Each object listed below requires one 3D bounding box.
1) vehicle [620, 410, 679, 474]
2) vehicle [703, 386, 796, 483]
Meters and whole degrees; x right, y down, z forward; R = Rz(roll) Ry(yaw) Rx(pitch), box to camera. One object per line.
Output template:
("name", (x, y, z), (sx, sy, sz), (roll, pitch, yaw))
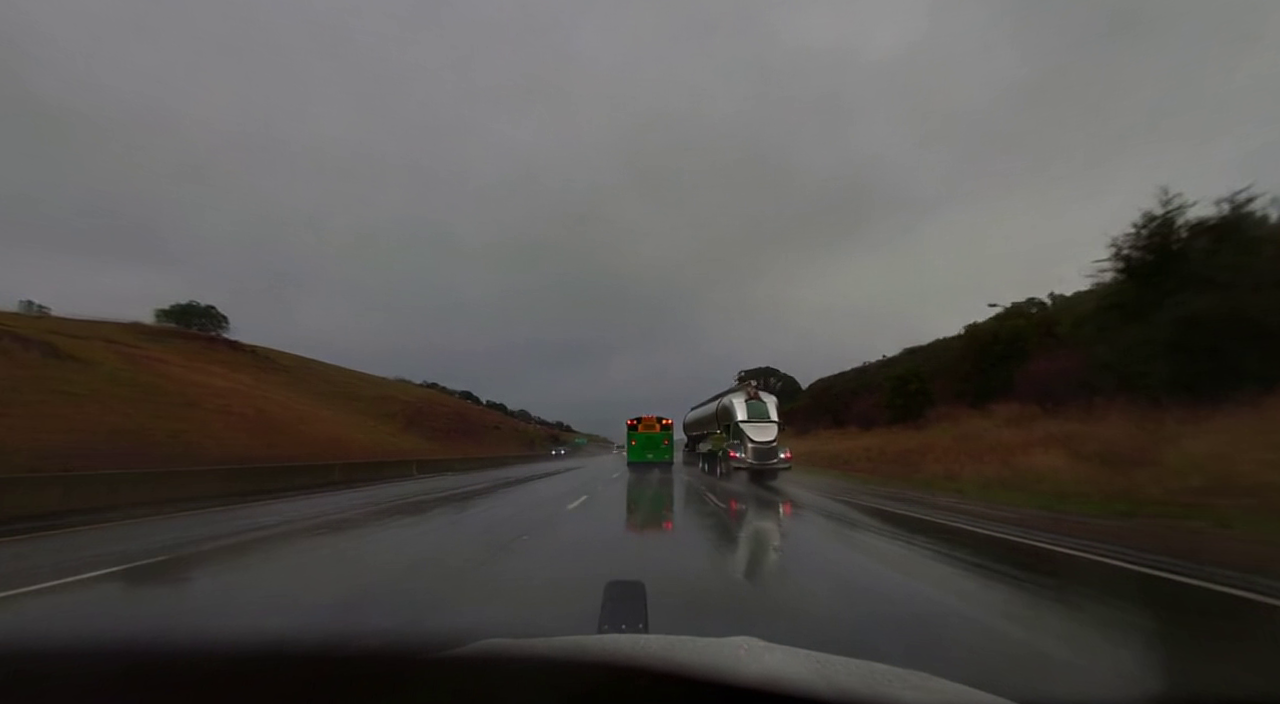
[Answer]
("vehicle", (0.510, 5.330, 37.330), (2.948, 3.265, 10.569), (0, -8, 0))
("vehicle", (4.524, 3.655, 27.744), (2.716, 3.705, 7.018), (0, -8, -1))
